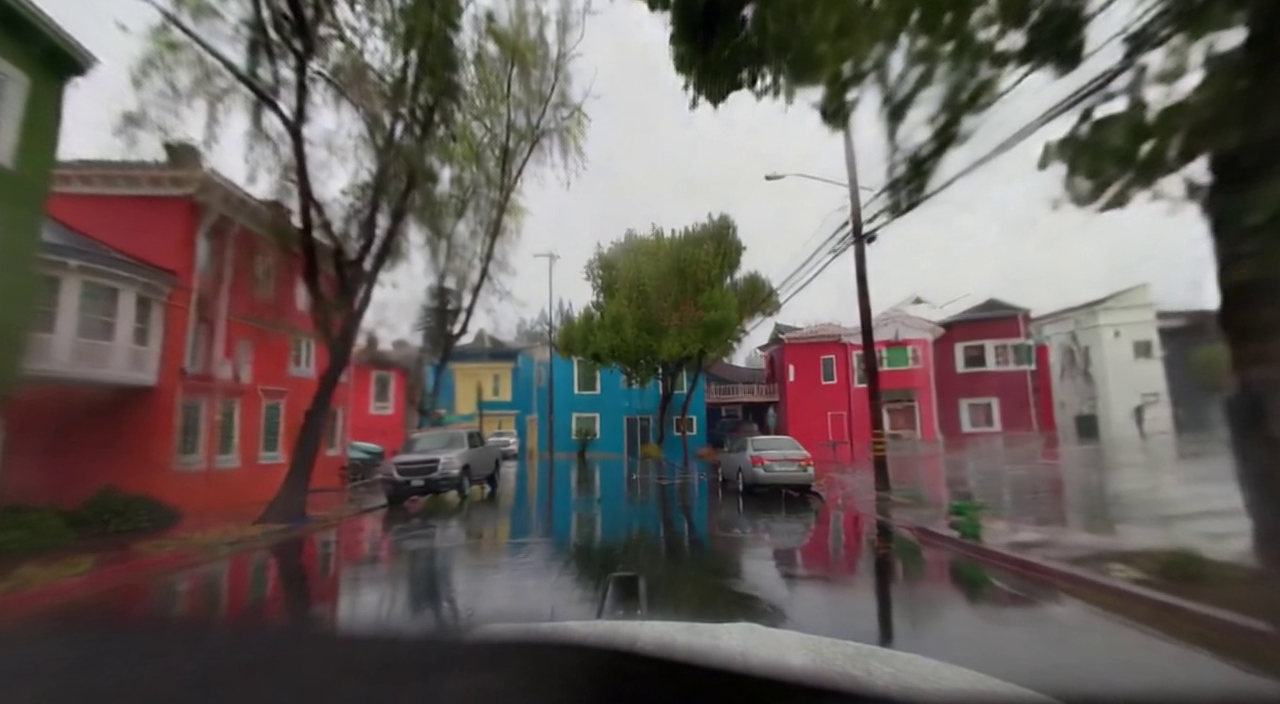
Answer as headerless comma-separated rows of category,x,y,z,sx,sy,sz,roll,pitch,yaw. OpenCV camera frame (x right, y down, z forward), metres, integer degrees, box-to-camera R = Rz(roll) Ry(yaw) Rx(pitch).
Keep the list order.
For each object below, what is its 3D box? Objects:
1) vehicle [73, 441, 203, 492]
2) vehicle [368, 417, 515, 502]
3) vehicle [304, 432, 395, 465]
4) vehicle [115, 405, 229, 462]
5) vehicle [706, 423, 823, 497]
vehicle,-15.932,3.589,20.209,1.563,1.433,3.492,0,-8,-7
vehicle,-5.560,3.104,18.881,2.480,2.084,6.353,0,-8,-1
vehicle,-17.216,5.726,37.445,4.417,1.703,2.093,-1,-3,1
vehicle,-31.358,5.333,42.550,2.473,2.922,6.719,0,1,3
vehicle,3.350,3.002,18.055,2.109,1.811,4.886,0,-8,-3
